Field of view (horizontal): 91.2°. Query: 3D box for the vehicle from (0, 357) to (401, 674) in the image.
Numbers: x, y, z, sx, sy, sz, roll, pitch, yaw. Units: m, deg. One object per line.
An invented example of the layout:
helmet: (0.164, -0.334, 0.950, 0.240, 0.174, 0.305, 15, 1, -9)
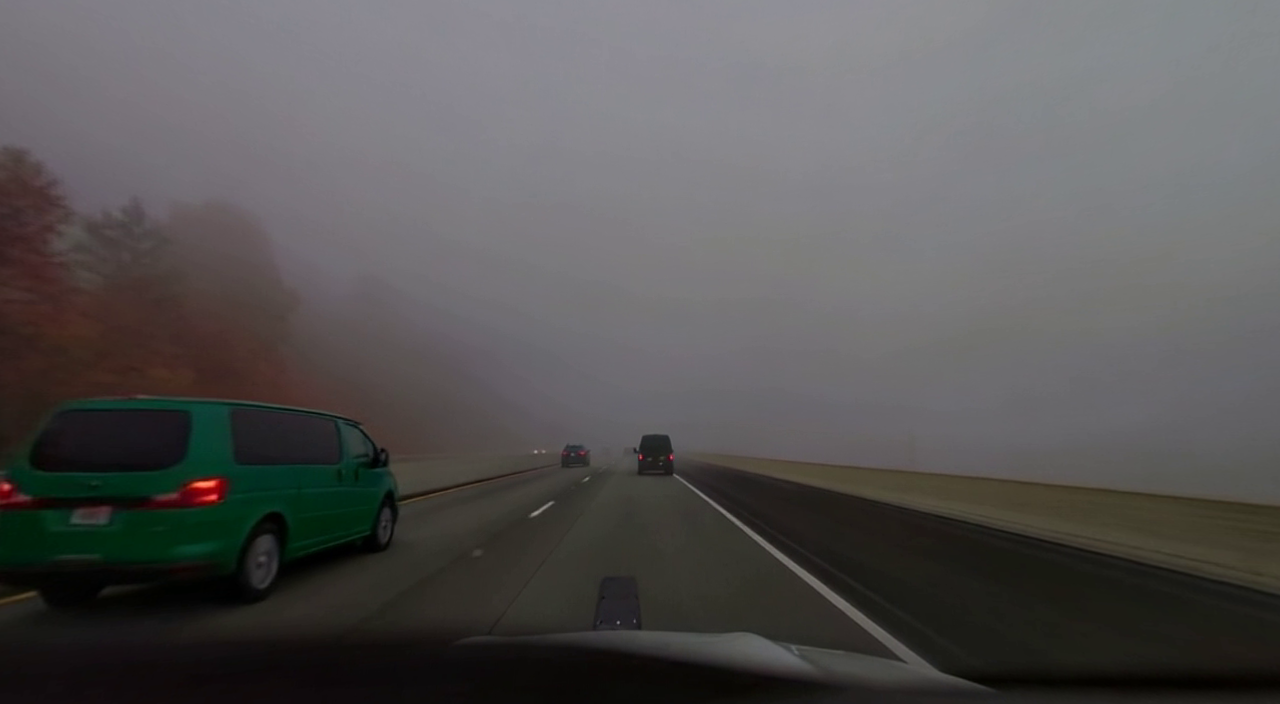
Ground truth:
vehicle: (-3.887, 1.218, 5.563, 2.021, 1.790, 3.907, 0, -9, -1)

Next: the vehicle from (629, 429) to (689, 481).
vehicle: (0.669, 4.195, 25.722, 2.179, 1.930, 4.538, 0, -9, -2)

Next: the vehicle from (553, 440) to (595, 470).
vehicle: (-3.936, 6.245, 38.073, 2.088, 1.688, 4.365, 0, -9, -1)
